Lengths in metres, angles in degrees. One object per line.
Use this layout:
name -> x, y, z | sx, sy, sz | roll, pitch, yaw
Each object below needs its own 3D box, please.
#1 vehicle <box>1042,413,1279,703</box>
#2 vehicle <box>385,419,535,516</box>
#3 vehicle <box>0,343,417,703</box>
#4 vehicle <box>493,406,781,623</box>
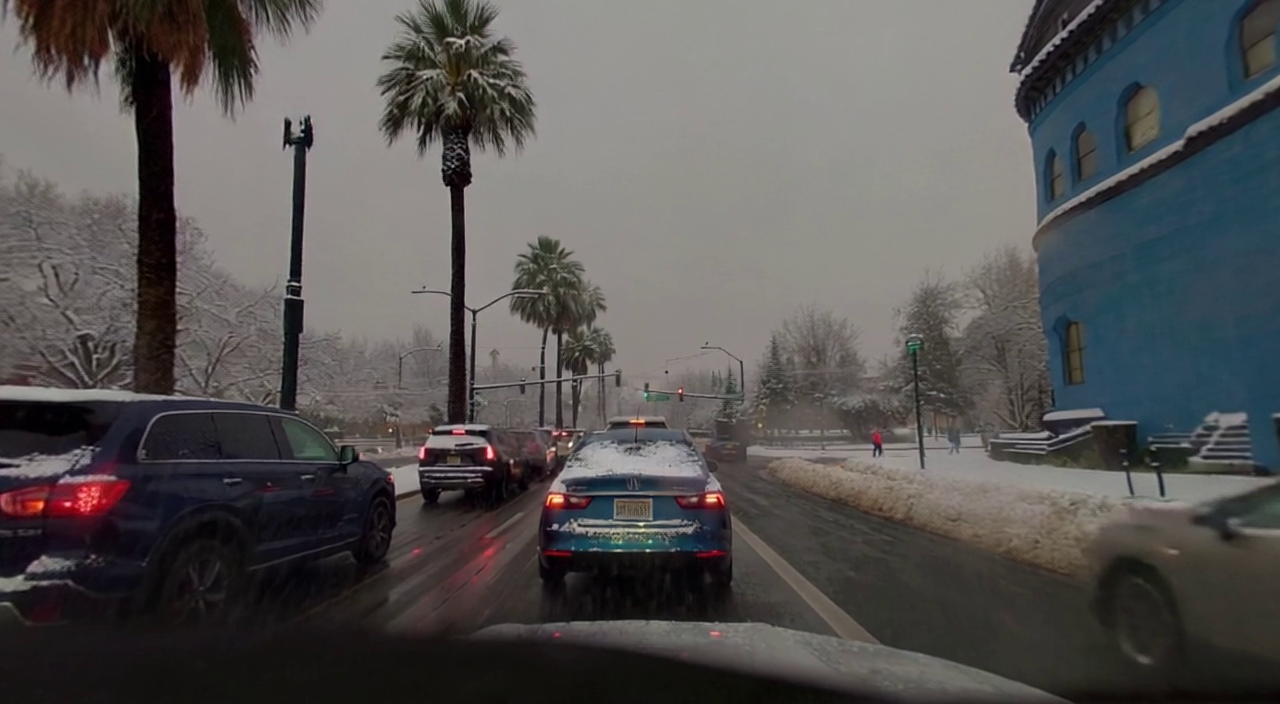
vehicle -> 3.770, 0.908, 2.033 | 1.982, 1.480, 4.572 | 0, -8, 1
vehicle -> -3.481, 2.317, 13.084 | 1.840, 1.684, 4.041 | 0, -8, 1
vehicle -> -3.539, 1.141, 5.069 | 1.914, 1.741, 4.398 | 0, -8, -1
vehicle -> -0.051, 1.514, 6.858 | 2.114, 1.585, 4.285 | 0, -8, -1
